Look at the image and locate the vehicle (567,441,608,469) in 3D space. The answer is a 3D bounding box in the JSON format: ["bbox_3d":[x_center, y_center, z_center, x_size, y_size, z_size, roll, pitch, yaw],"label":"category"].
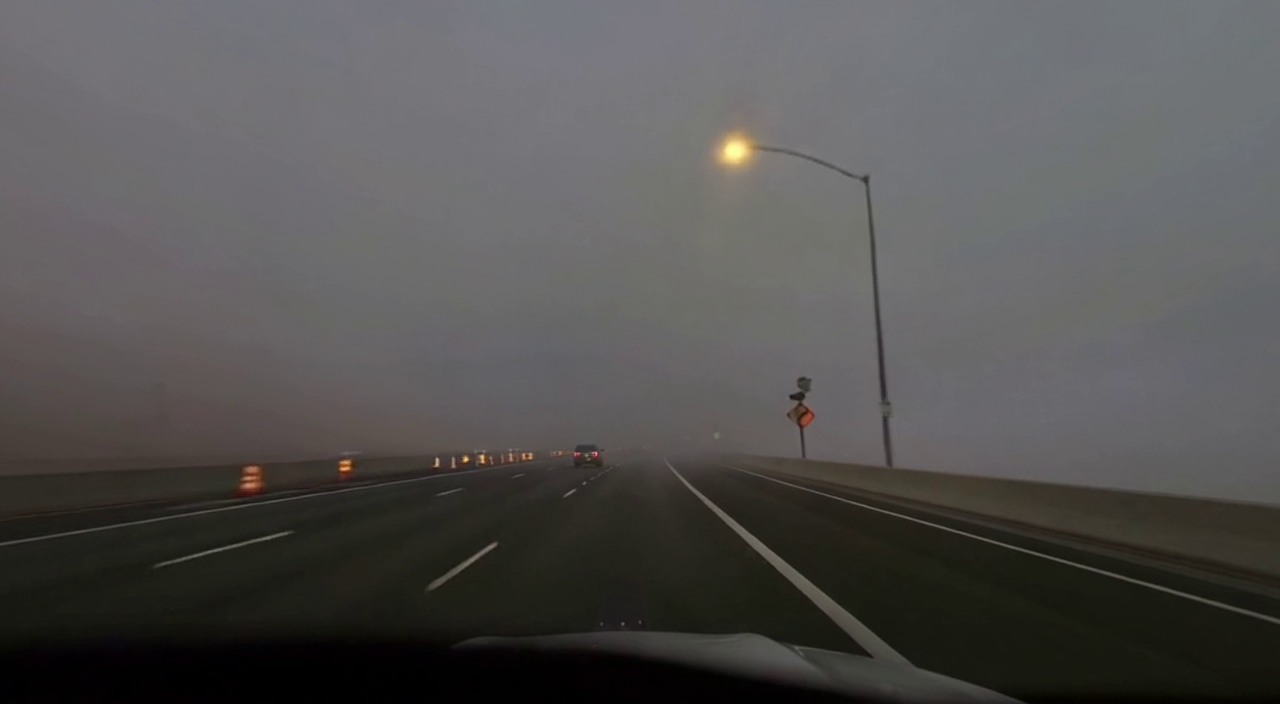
[{"bbox_3d":[-3.102,6.223,38.090,2.078,1.629,4.059,0,-8,1],"label":"vehicle"}]
